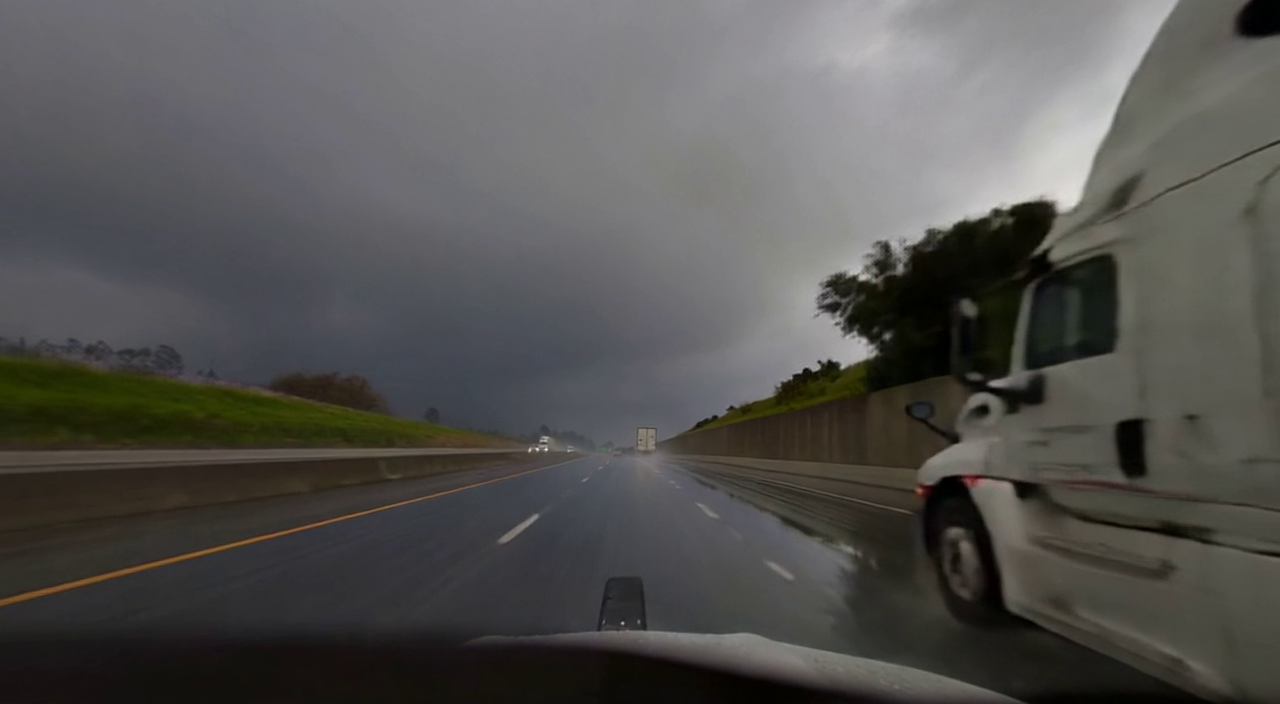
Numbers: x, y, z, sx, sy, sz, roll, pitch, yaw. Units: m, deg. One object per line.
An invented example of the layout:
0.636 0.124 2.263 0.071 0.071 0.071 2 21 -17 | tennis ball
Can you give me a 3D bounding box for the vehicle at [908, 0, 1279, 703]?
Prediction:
3.696 -0.194 1.677 3.045 3.825 6.161 0 -9 -1 | vehicle
